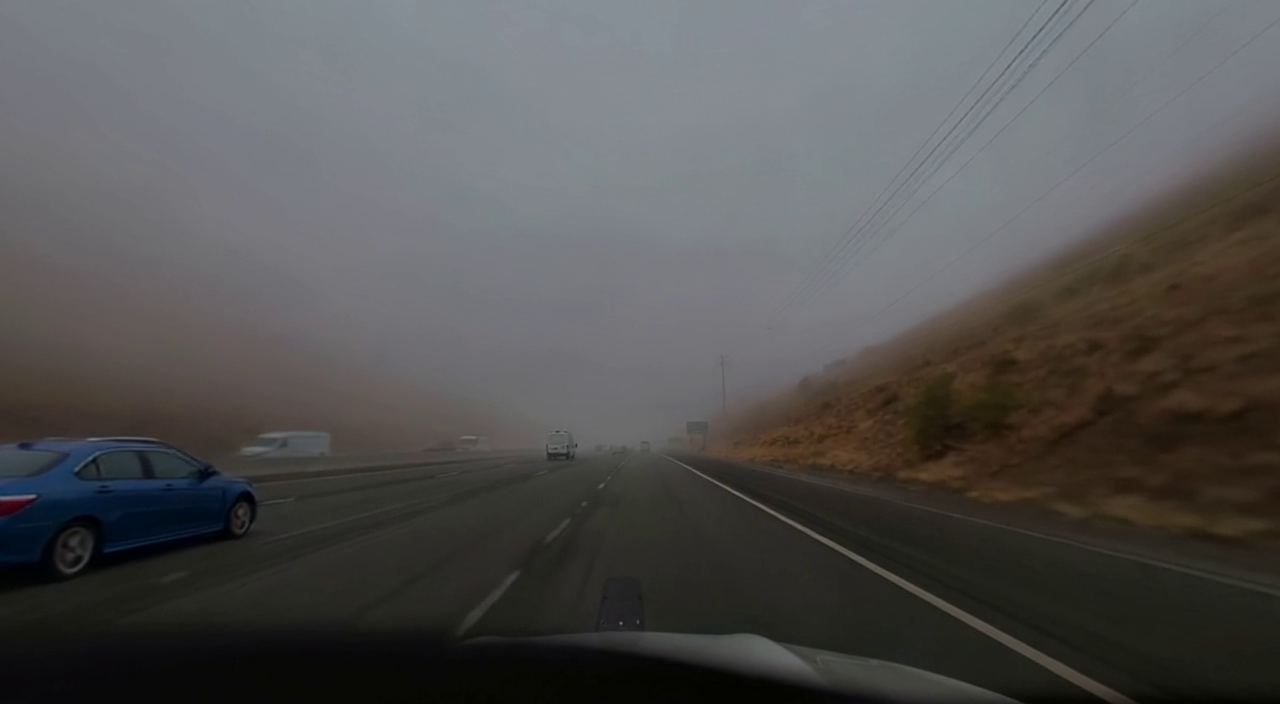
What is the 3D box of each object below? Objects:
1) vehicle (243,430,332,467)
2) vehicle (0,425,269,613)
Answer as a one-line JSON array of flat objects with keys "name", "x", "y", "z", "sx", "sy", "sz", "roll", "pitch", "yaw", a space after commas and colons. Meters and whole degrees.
[{"name": "vehicle", "x": -20.706, "y": 5.720, "z": 37.287, "sx": 2.268, "sy": 2.017, "sz": 4.996, "roll": 0, "pitch": -9, "yaw": 1}, {"name": "vehicle", "x": -6.008, "y": 1.481, "z": 6.092, "sx": 1.955, "sy": 1.469, "sz": 4.554, "roll": 0, "pitch": -8, "yaw": 1}]
